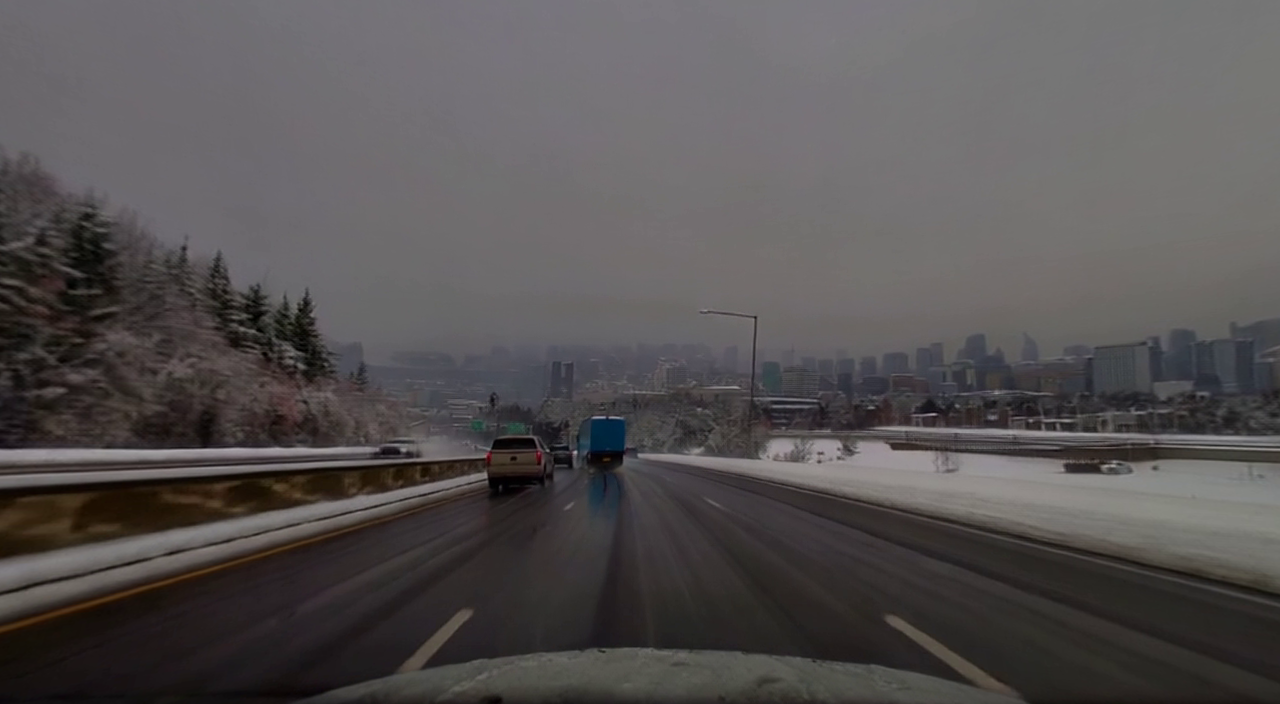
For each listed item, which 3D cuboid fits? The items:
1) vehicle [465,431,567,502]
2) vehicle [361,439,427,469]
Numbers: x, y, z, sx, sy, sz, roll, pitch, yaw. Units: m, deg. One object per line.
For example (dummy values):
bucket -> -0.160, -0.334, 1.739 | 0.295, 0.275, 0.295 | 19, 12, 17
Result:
vehicle -> -3.356, 3.195, 17.925 | 2.041, 1.734, 4.391 | 0, -9, -1
vehicle -> -14.383, 5.982, 37.128 | 2.187, 1.625, 4.614 | 1, -9, -2
